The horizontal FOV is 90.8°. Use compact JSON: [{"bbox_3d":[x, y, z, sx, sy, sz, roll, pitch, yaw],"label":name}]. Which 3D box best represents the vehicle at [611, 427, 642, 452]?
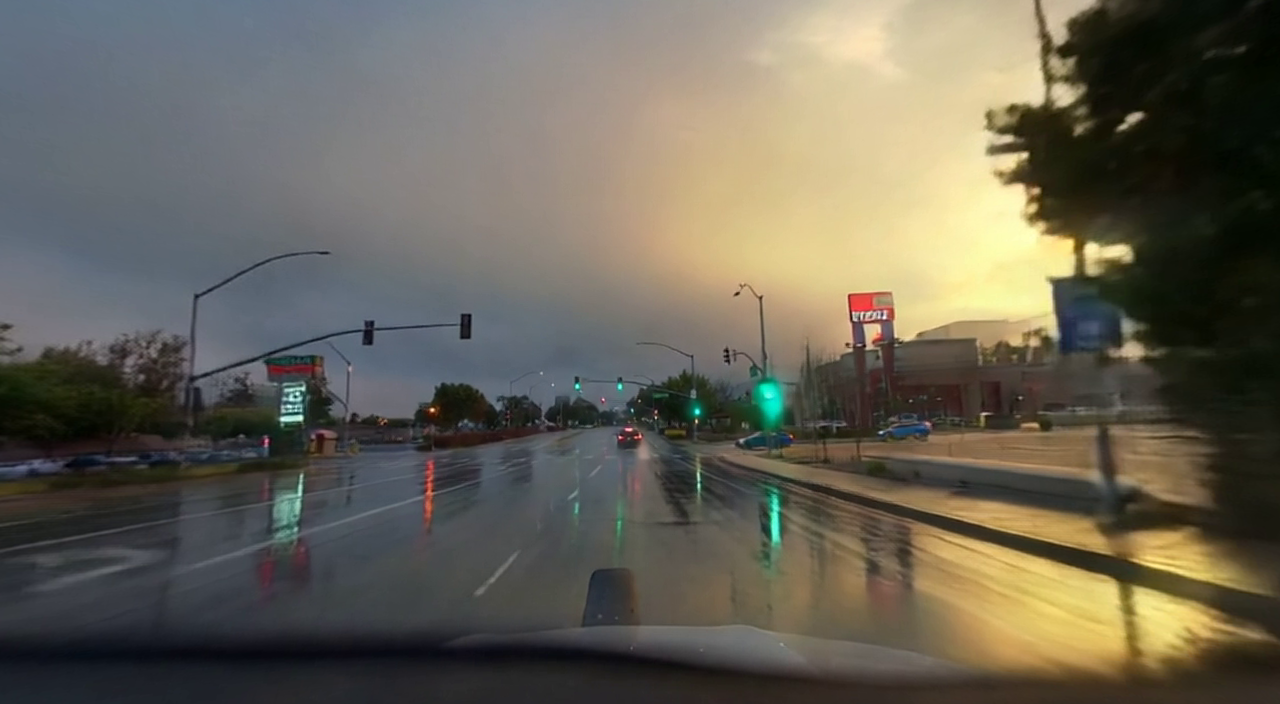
[{"bbox_3d":[-0.926,6.088,43.979,2.024,1.628,4.774,0,-8,-1],"label":"vehicle"}]

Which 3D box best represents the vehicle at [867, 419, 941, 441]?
[{"bbox_3d":[20.200,6.021,48.496,4.710,1.588,2.053,0,-8,-2],"label":"vehicle"}]

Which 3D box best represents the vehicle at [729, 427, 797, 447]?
[{"bbox_3d":[9.370,6.519,48.367,4.794,1.511,1.992,1,-8,-3],"label":"vehicle"}]
